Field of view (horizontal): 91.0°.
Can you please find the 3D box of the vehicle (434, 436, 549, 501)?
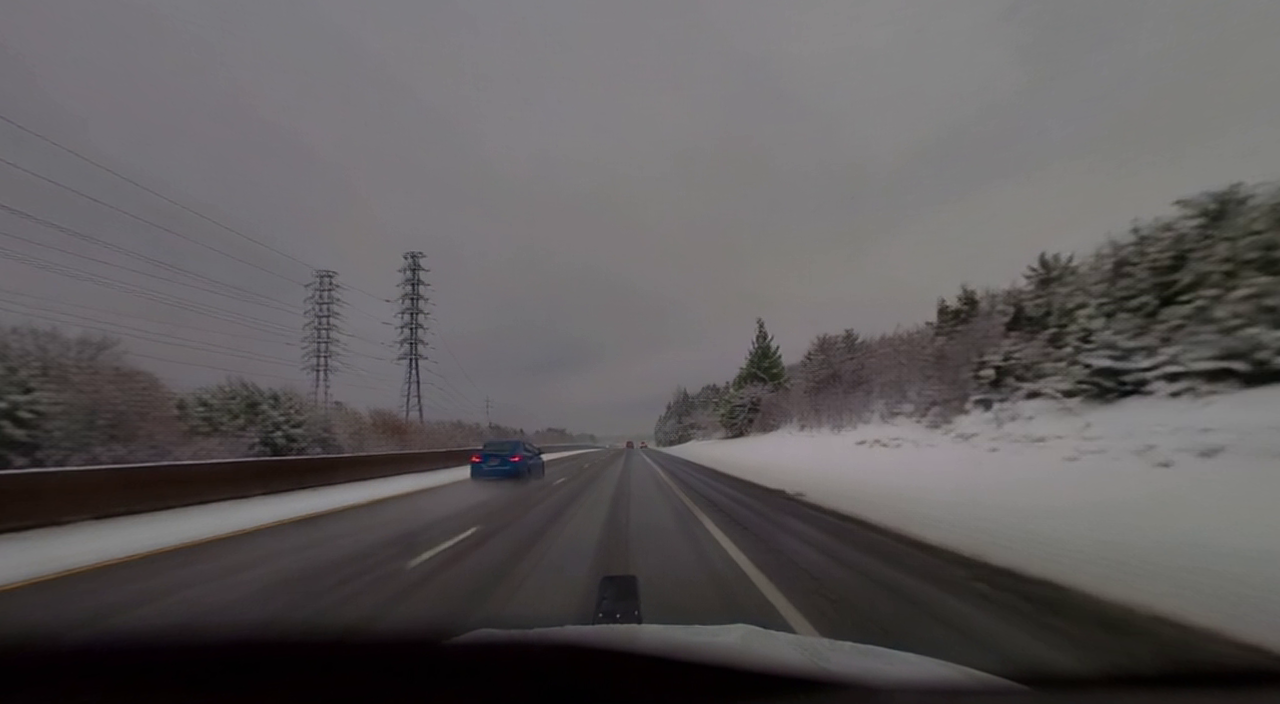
[{"bbox_3d":[-4.058,3.252,18.152,2.158,1.604,4.679,0,-8,0],"label":"vehicle"}]
